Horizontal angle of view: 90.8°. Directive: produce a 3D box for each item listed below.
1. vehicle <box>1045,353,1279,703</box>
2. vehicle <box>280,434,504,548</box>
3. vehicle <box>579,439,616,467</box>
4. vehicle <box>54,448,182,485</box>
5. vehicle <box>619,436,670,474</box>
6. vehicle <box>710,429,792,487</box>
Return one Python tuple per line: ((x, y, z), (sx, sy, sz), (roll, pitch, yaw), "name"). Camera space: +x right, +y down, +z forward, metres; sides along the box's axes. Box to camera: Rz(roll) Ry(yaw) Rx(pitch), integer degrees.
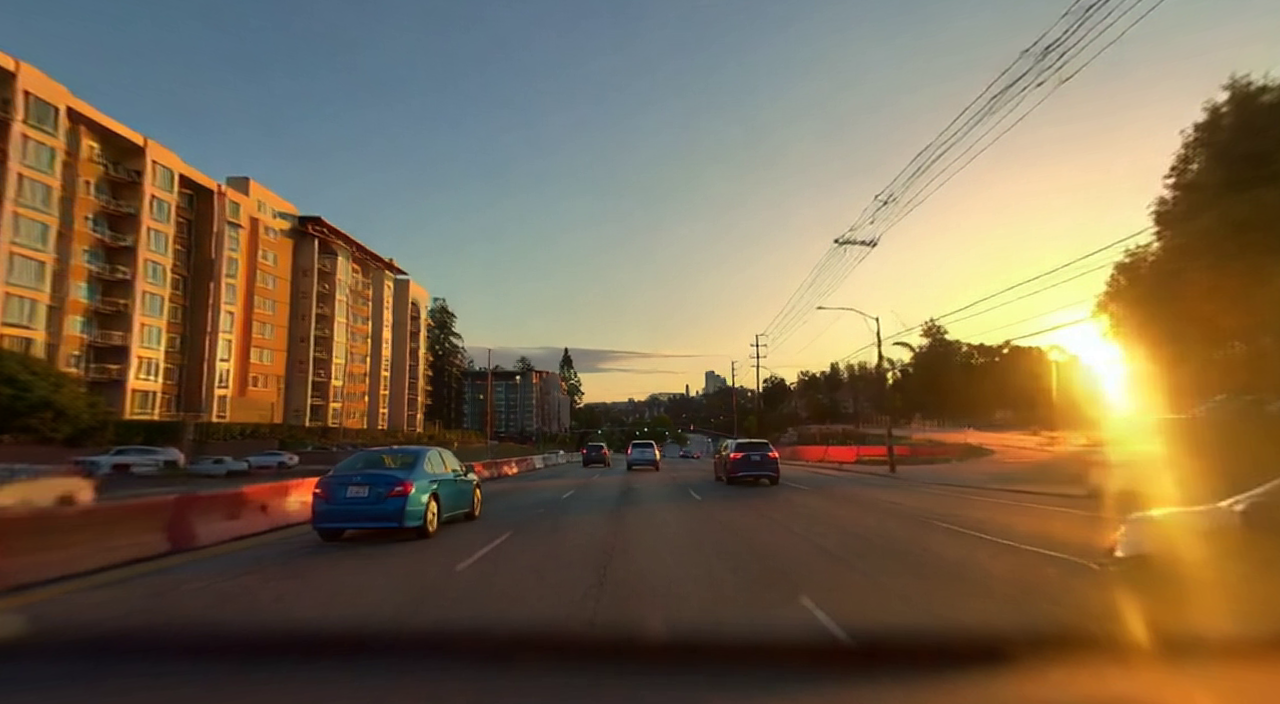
((3.312, 0.693, 1.546), (1.975, 1.598, 4.025), (-1, -8, 1), "vehicle")
((-3.742, 2.153, 10.509), (1.968, 1.473, 4.209), (0, -8, 1), "vehicle")
((-2.937, 7.130, 44.858), (2.190, 1.832, 4.417), (-1, -8, 1), "vehicle")
((-35.848, 7.830, 43.558), (6.501, 2.400, 2.366), (0, -8, -2), "vehicle")
((0.219, 5.051, 31.140), (2.291, 1.714, 4.217), (0, -8, 0), "vehicle")
((3.727, 3.646, 22.071), (2.029, 1.797, 4.218), (0, -8, -1), "vehicle")
